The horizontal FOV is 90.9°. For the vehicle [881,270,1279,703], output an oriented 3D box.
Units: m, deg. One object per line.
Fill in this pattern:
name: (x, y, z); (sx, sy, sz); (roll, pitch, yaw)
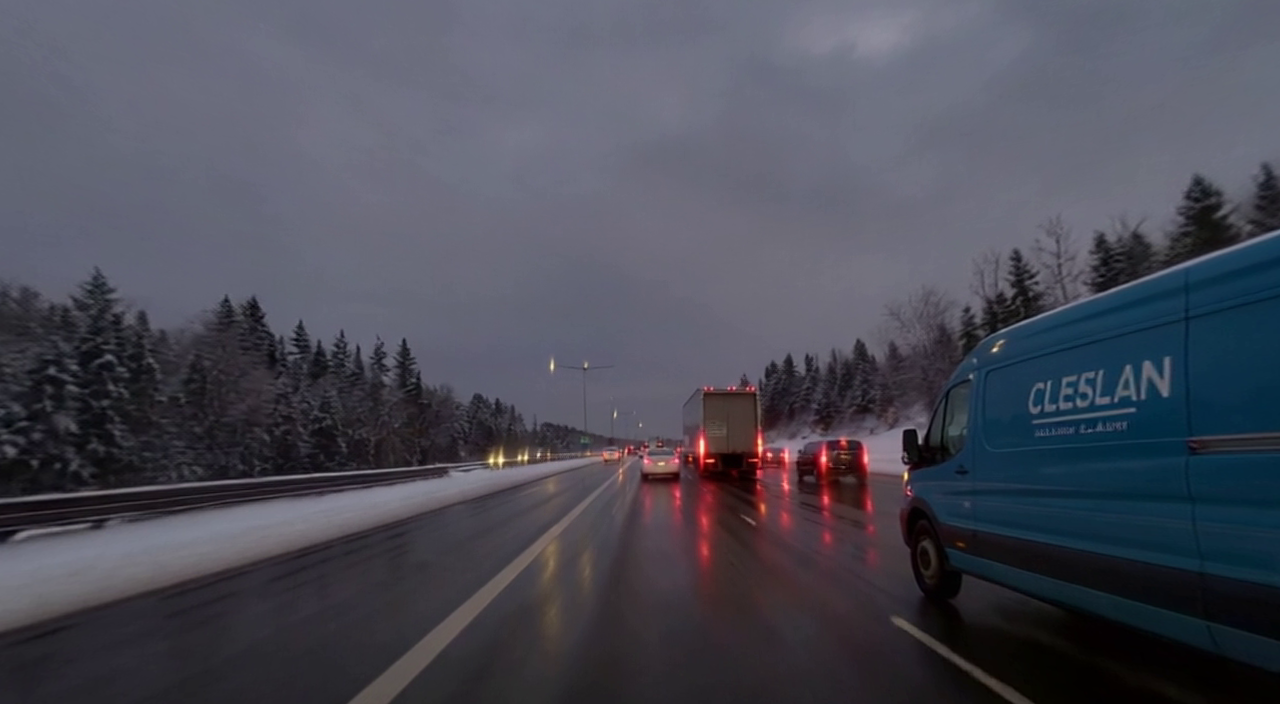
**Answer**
vehicle: (3.794, 0.869, 3.724); (2.441, 2.017, 5.739); (0, -9, 0)

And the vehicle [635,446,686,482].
vehicle: (0.841, 4.995, 28.392); (2.063, 1.469, 4.208); (0, -9, -1)

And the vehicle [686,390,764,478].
vehicle: (4.433, 4.799, 35.957); (2.821, 4.077, 12.562); (0, -9, 1)

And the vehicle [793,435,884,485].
vehicle: (7.836, 4.299, 25.380); (2.144, 1.769, 4.540); (0, -9, 0)
